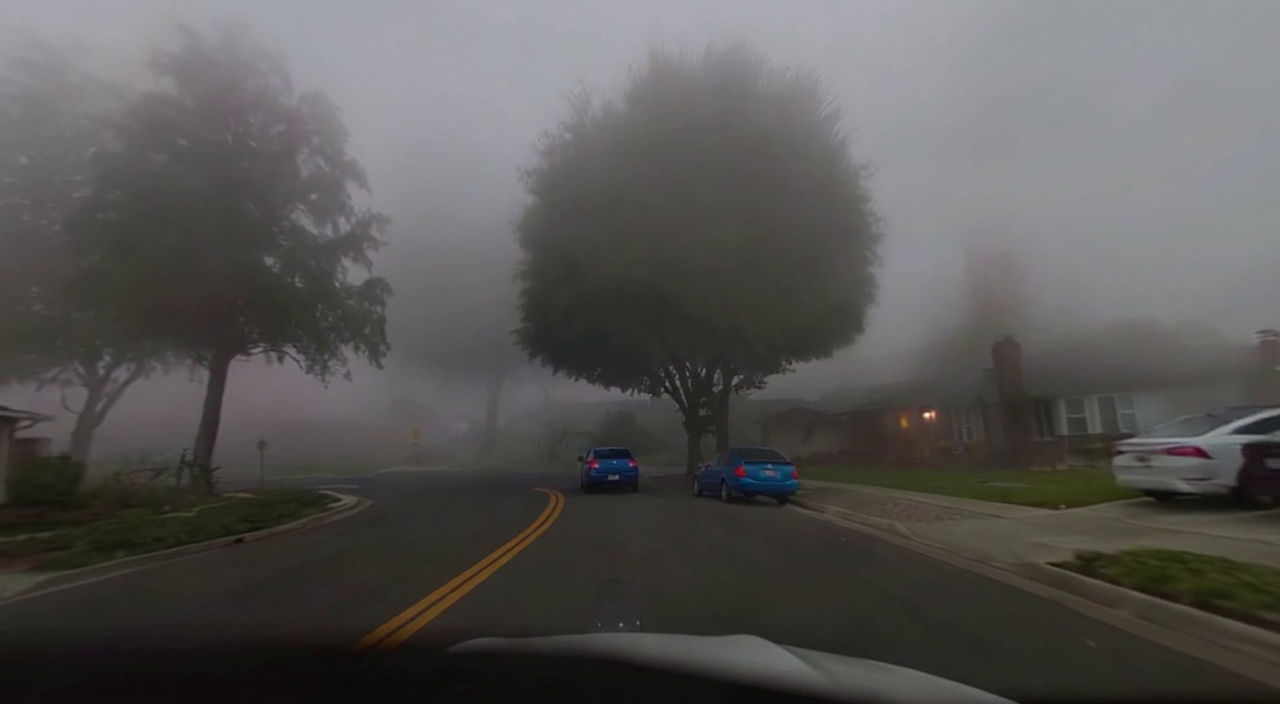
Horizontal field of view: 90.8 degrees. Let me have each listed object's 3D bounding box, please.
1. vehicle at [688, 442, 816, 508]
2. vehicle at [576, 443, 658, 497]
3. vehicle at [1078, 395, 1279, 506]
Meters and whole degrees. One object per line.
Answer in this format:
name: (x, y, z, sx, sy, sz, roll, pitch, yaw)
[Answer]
vehicle: (2.734, 3.131, 16.634, 2.089, 1.462, 4.529, 1, -9, -6)
vehicle: (-0.839, 3.566, 19.502, 2.192, 1.474, 4.192, 1, -9, -7)
vehicle: (10.205, 1.633, 10.566, 4.599, 1.599, 1.926, 1, -10, -11)
